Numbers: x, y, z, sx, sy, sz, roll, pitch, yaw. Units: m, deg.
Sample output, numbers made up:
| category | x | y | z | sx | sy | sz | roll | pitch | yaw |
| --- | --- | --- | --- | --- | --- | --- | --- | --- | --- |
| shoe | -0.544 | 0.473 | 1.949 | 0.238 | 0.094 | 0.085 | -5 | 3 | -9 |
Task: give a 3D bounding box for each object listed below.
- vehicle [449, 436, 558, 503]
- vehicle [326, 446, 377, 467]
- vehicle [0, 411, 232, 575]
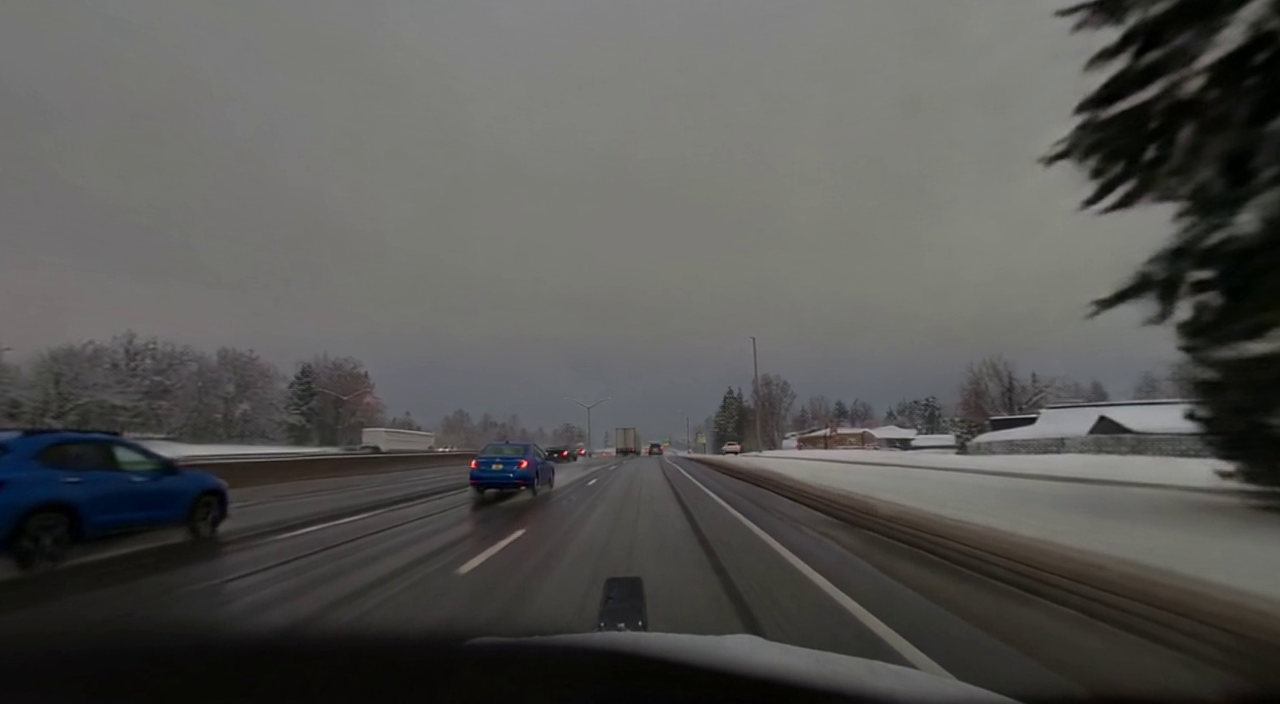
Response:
| category | x | y | z | sx | sy | sz | roll | pitch | yaw |
| --- | --- | --- | --- | --- | --- | --- | --- | --- | --- |
| vehicle | -3.403 | 2.988 | 16.440 | 1.953 | 1.511 | 3.704 | 0 | -8 | 1 |
| vehicle | -20.448 | 7.410 | 44.851 | 1.700 | 1.449 | 3.785 | -1 | -8 | 2 |
| vehicle | -7.603 | 1.677 | 7.956 | 1.970 | 1.682 | 4.297 | 0 | -8 | 1 |
